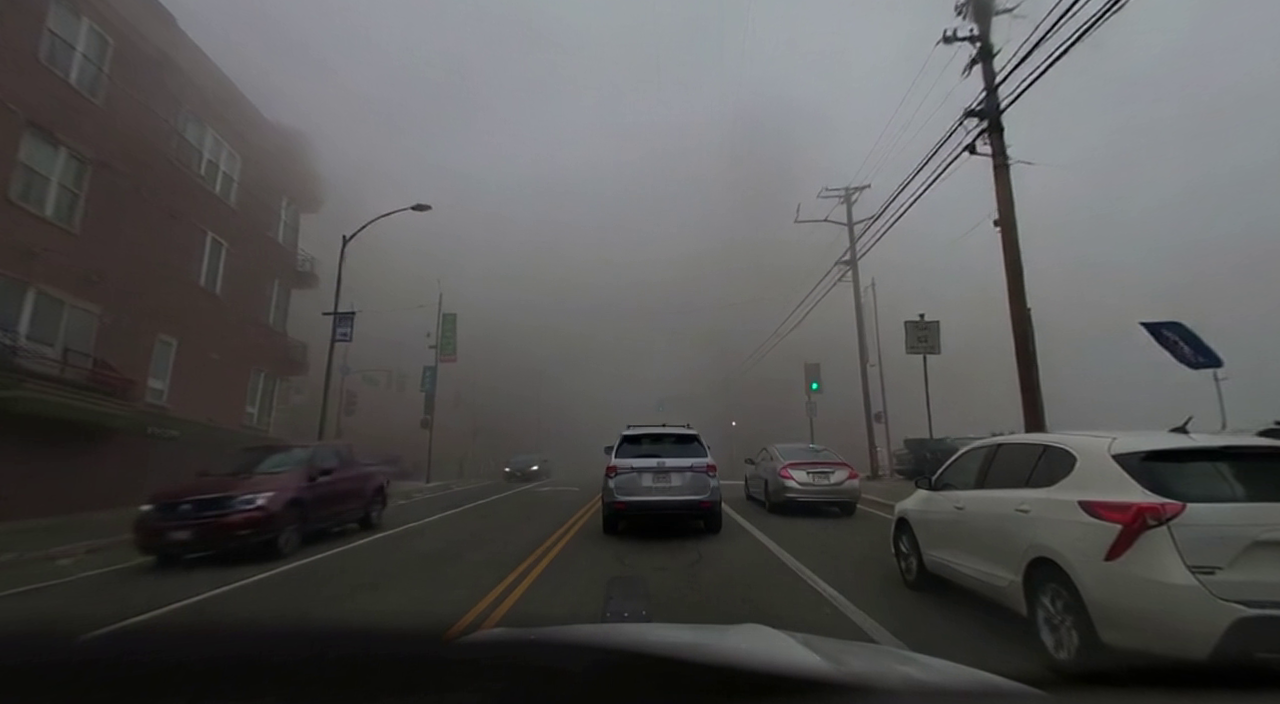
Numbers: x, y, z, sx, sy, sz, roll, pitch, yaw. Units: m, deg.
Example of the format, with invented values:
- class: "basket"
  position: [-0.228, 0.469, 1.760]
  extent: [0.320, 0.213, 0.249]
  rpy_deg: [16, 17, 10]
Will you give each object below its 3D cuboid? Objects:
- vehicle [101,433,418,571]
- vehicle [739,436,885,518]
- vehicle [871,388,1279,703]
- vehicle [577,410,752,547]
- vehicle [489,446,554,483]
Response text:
- class: "vehicle"
  position: [-5.599, 2.227, 10.270]
  extent: [2.215, 1.703, 4.614]
  rpy_deg: [0, -8, 1]
- class: "vehicle"
  position: [3.437, 2.578, 13.521]
  extent: [1.970, 1.452, 4.227]
  rpy_deg: [0, -8, 1]
- class: "vehicle"
  position: [3.382, 1.226, 4.571]
  extent: [1.906, 1.578, 4.020]
  rpy_deg: [0, -8, 1]
- class: "vehicle"
  position: [0.310, 1.917, 10.153]
  extent: [2.232, 1.736, 4.036]
  rpy_deg: [0, -8, 0]
- class: "vehicle"
  position: [-5.374, 5.167, 29.204]
  extent: [2.014, 1.538, 4.275]
  rpy_deg: [-1, -8, 2]
